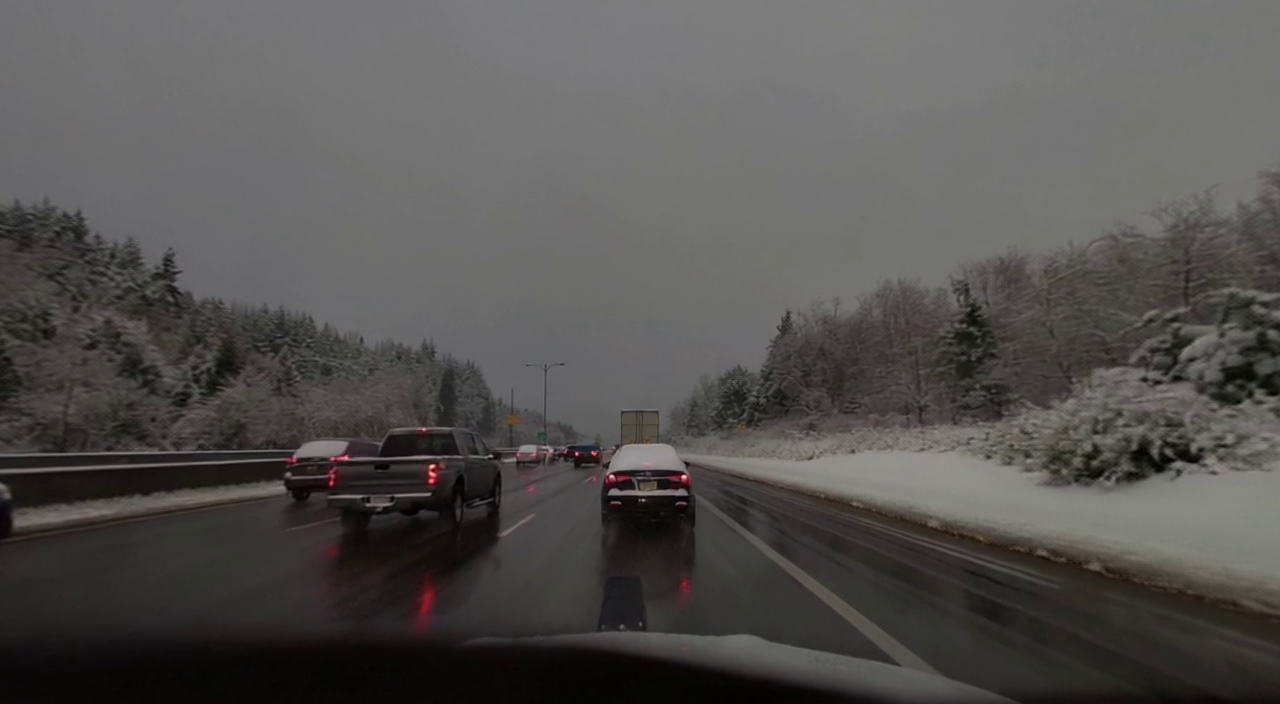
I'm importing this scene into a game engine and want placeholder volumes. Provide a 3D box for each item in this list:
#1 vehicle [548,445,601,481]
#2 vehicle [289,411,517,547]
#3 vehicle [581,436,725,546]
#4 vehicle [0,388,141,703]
[{"bbox_3d":[-2.873,4.979,28.451,1.998,1.466,3.684,0,-9,0],"label":"vehicle"},{"bbox_3d":[-3.686,2.093,10.972,2.051,1.829,4.736,0,-9,1],"label":"vehicle"},{"bbox_3d":[0.170,2.206,10.529,1.995,1.495,3.380,0,-9,0],"label":"vehicle"},{"bbox_3d":[-3.414,0.645,0.779,1.980,1.491,4.340,0,-9,1],"label":"vehicle"}]
